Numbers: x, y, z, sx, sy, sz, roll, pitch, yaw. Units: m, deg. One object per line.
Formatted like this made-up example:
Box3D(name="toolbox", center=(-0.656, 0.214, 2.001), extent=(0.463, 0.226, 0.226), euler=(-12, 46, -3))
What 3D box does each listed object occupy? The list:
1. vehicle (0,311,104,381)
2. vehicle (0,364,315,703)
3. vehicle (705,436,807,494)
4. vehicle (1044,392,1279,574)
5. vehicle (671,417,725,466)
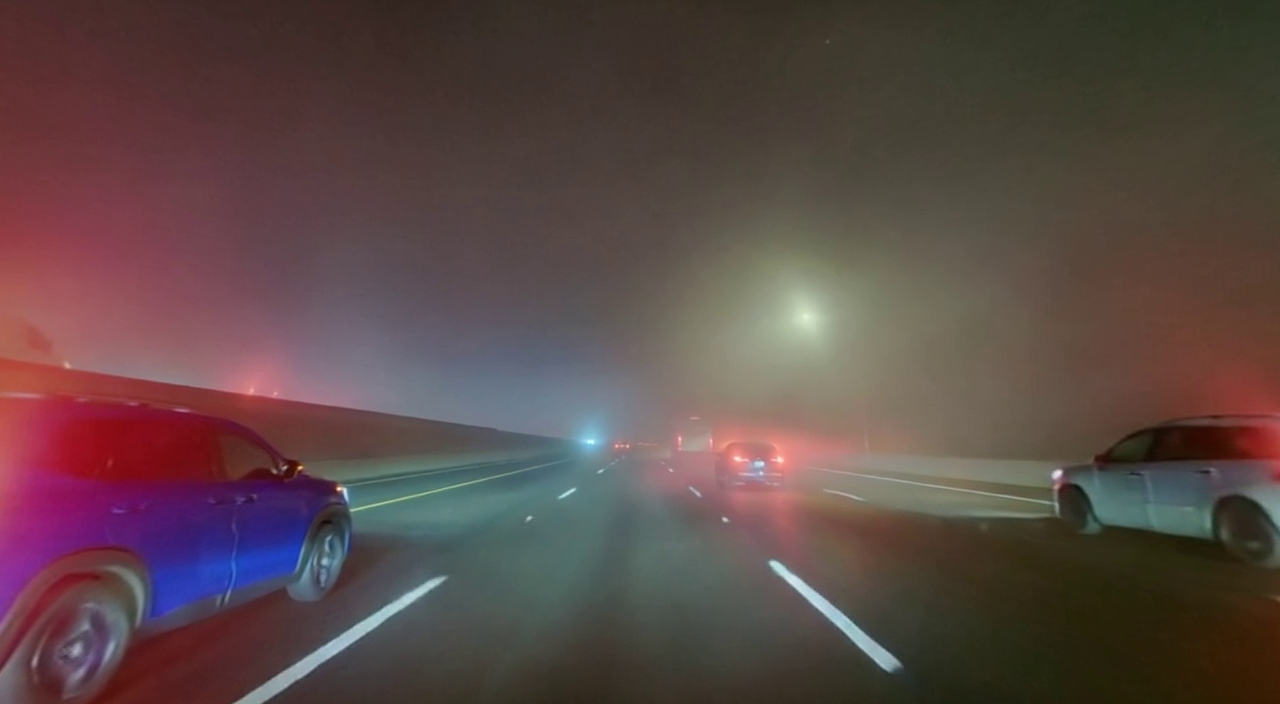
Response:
Box3D(name="vehicle", center=(-18.462, -0.232, 17.858), extent=(2.044, 1.573, 4.964), euler=(-1, -8, 3))
Box3D(name="vehicle", center=(-4.130, 1.010, 3.888), extent=(2.000, 1.646, 4.201), euler=(0, -8, 0))
Box3D(name="vehicle", center=(3.360, 3.391, 19.439), extent=(2.108, 1.509, 5.059), euler=(0, -8, -1))
Box3D(name="vehicle", center=(7.162, 1.382, 6.934), extent=(2.184, 1.712, 4.856), euler=(0, -8, -1))
Box3D(name="vehicle", center=(3.429, 5.510, 38.911), extent=(2.629, 2.718, 6.740), euler=(0, -8, 0))
